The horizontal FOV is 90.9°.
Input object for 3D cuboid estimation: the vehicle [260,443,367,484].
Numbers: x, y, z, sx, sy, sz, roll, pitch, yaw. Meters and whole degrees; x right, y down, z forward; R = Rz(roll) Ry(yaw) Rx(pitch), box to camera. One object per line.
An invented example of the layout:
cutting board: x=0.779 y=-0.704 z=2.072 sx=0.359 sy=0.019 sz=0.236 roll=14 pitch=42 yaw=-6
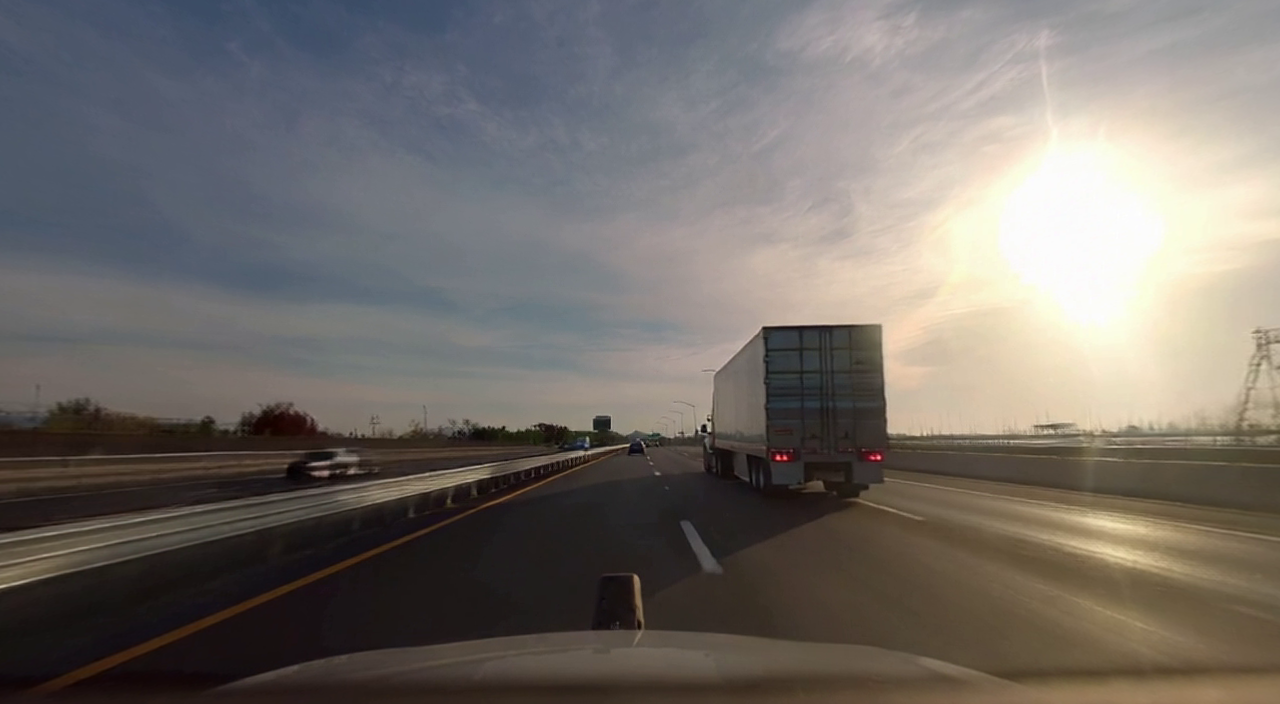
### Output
vehicle: x=-13.158 y=4.468 z=25.794 sx=1.888 sy=1.474 sz=4.711 roll=0 pitch=-8 yaw=0

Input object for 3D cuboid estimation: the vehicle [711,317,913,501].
vehicle: x=4.536 y=2.148 z=20.693 sx=2.966 sy=4.072 sz=13.408 roll=0 pitch=-8 yaw=1
